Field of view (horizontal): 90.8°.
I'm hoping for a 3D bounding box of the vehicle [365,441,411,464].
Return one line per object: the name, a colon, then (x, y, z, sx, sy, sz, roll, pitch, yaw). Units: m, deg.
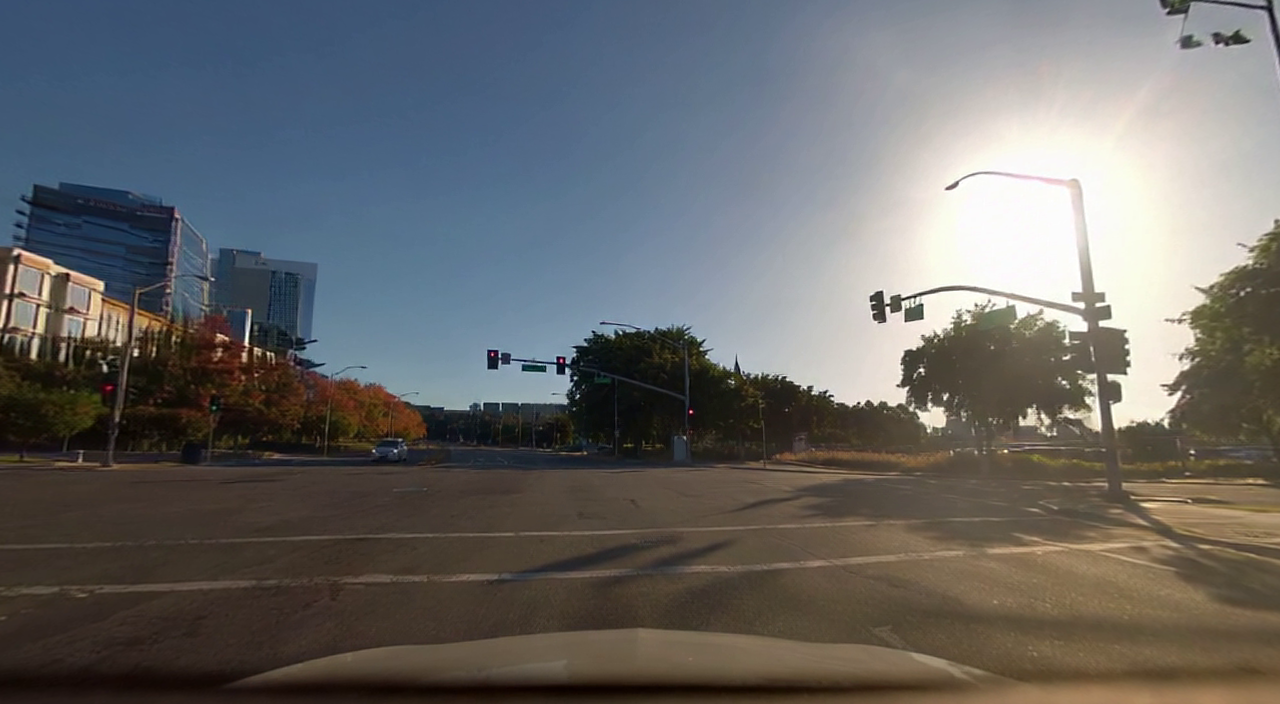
vehicle: (-17.122, 6.811, 43.123, 1.969, 1.464, 4.485, 1, -9, -10)
